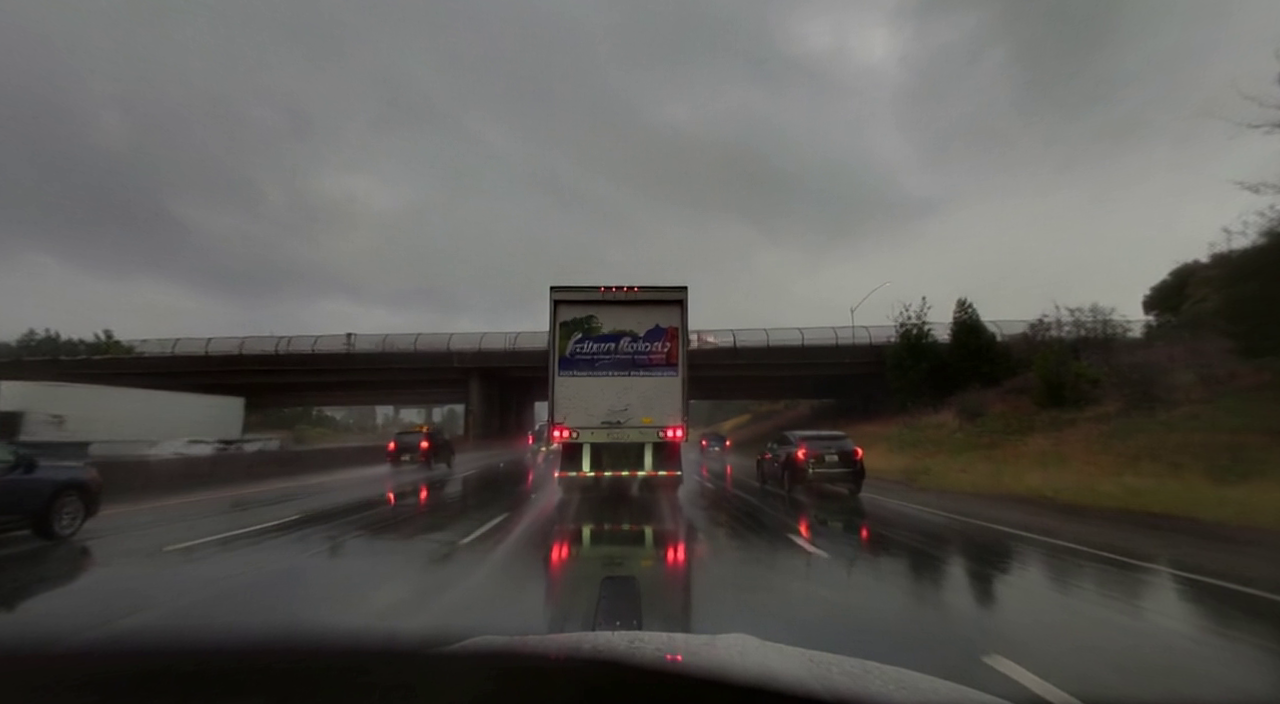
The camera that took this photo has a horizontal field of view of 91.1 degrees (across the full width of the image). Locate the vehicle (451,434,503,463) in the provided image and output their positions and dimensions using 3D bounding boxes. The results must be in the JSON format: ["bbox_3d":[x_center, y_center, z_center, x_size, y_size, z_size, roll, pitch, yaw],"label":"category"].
[{"bbox_3d":[-8.704,5.170,33.924,1.845,1.488,3.656,0,-8,0],"label":"vehicle"}]

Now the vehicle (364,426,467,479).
[{"bbox_3d":[-7.923,3.564,22.734,2.057,1.698,4.550,0,-8,0],"label":"vehicle"}]

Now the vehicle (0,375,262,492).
[{"bbox_3d":[-23.648,3.723,28.412,2.978,4.017,16.640,0,-8,-1],"label":"vehicle"}]

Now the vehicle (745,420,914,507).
[{"bbox_3d":[3.738,2.289,13.452,2.003,1.519,4.580,0,-8,-3],"label":"vehicle"}]

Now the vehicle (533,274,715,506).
[{"bbox_3d":[-0.429,1.240,15.222,2.911,3.787,9.905,0,-8,-2],"label":"vehicle"}]

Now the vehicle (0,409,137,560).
[{"bbox_3d":[-8.087,1.417,6.563,2.048,1.652,4.421,0,-8,-1],"label":"vehicle"}]
